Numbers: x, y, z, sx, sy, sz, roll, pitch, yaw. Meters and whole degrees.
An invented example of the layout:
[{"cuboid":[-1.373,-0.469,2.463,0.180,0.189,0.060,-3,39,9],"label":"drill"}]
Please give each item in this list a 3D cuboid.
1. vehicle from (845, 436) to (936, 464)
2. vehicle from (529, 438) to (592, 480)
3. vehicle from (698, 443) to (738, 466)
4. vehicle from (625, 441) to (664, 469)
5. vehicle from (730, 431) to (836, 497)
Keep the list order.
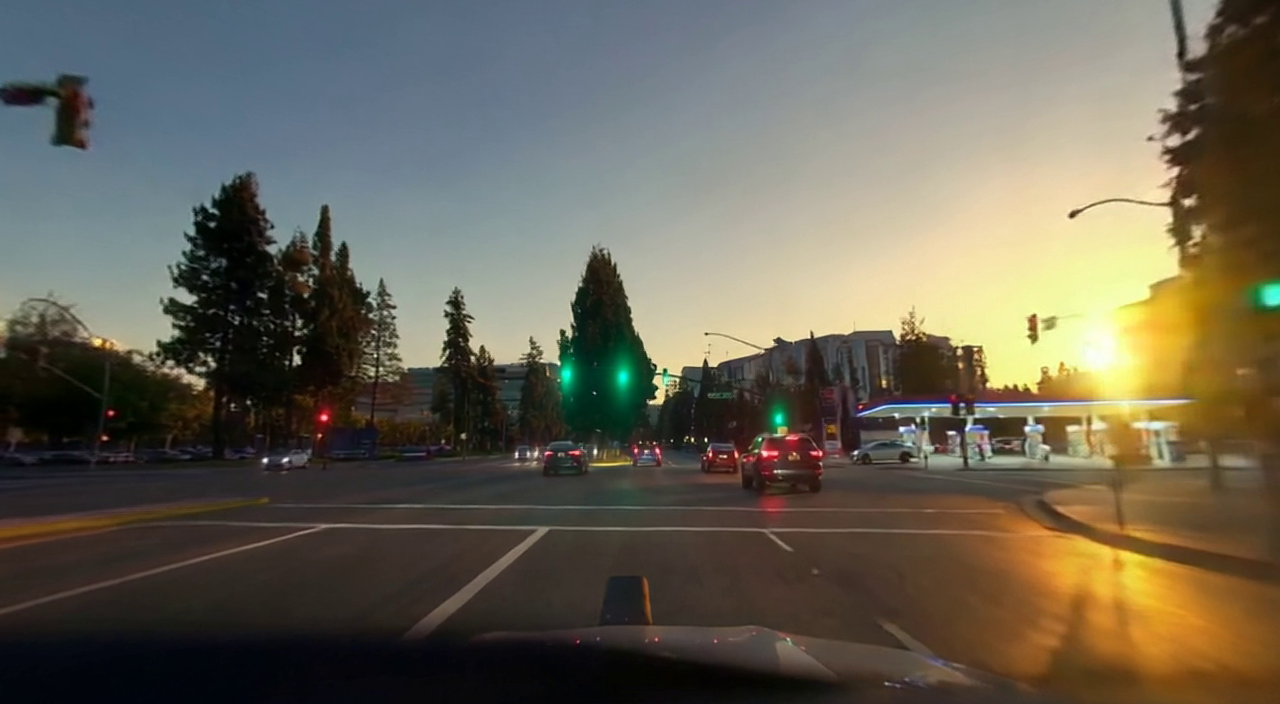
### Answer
[{"cuboid":[18.538,7.268,46.792,5.585,1.866,2.607,-1,-9,-3],"label":"vehicle"},{"cuboid":[-3.194,4.406,26.216,2.023,1.607,4.086,0,-8,1],"label":"vehicle"},{"cuboid":[5.211,6.898,42.621,2.174,1.462,4.400,0,-8,1],"label":"vehicle"},{"cuboid":[0.241,5.855,35.979,2.104,1.477,4.591,0,-8,0],"label":"vehicle"},{"cuboid":[3.981,3.185,18.287,2.022,1.683,4.171,0,-8,-1],"label":"vehicle"}]
